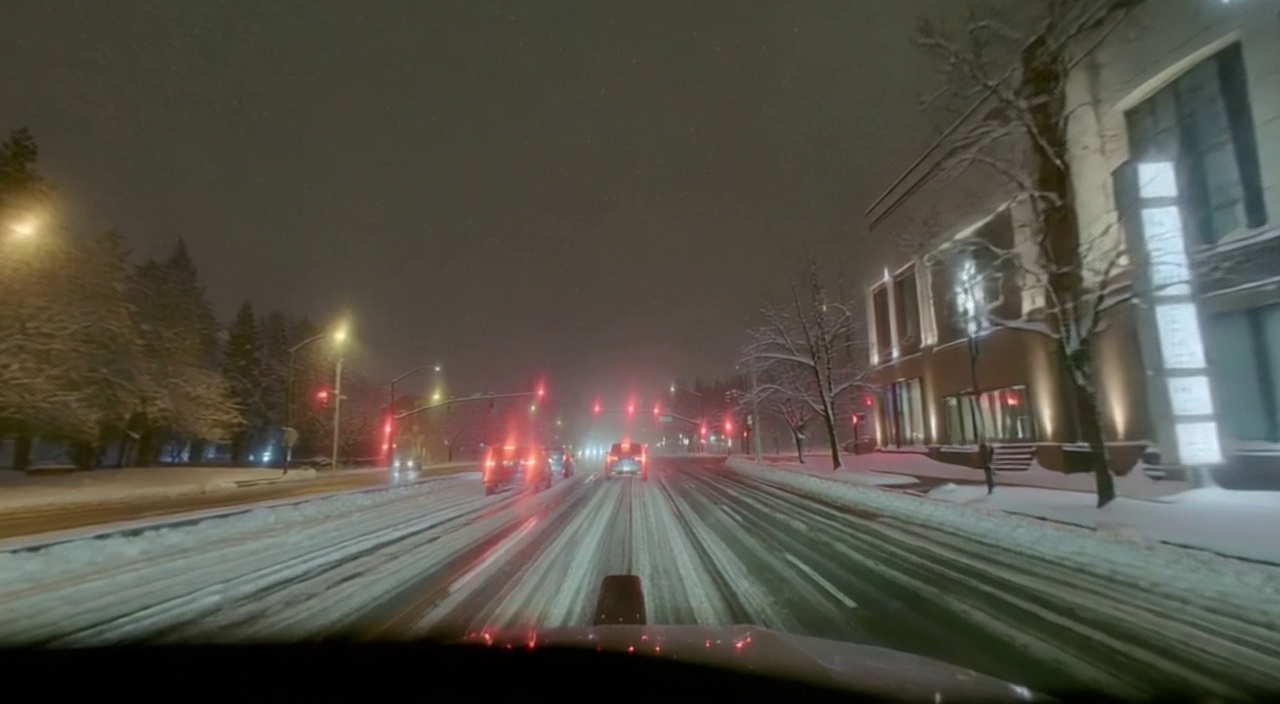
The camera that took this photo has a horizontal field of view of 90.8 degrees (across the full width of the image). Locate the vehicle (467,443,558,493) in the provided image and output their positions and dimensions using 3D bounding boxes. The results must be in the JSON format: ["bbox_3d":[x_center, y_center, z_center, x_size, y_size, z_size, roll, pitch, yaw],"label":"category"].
[{"bbox_3d":[-4.080,3.780,20.996,2.020,1.457,4.496,0,-9,1],"label":"vehicle"}]

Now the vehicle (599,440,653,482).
[{"bbox_3d":[-0.529,4.422,25.883,2.042,1.555,3.912,0,-9,0],"label":"vehicle"}]
